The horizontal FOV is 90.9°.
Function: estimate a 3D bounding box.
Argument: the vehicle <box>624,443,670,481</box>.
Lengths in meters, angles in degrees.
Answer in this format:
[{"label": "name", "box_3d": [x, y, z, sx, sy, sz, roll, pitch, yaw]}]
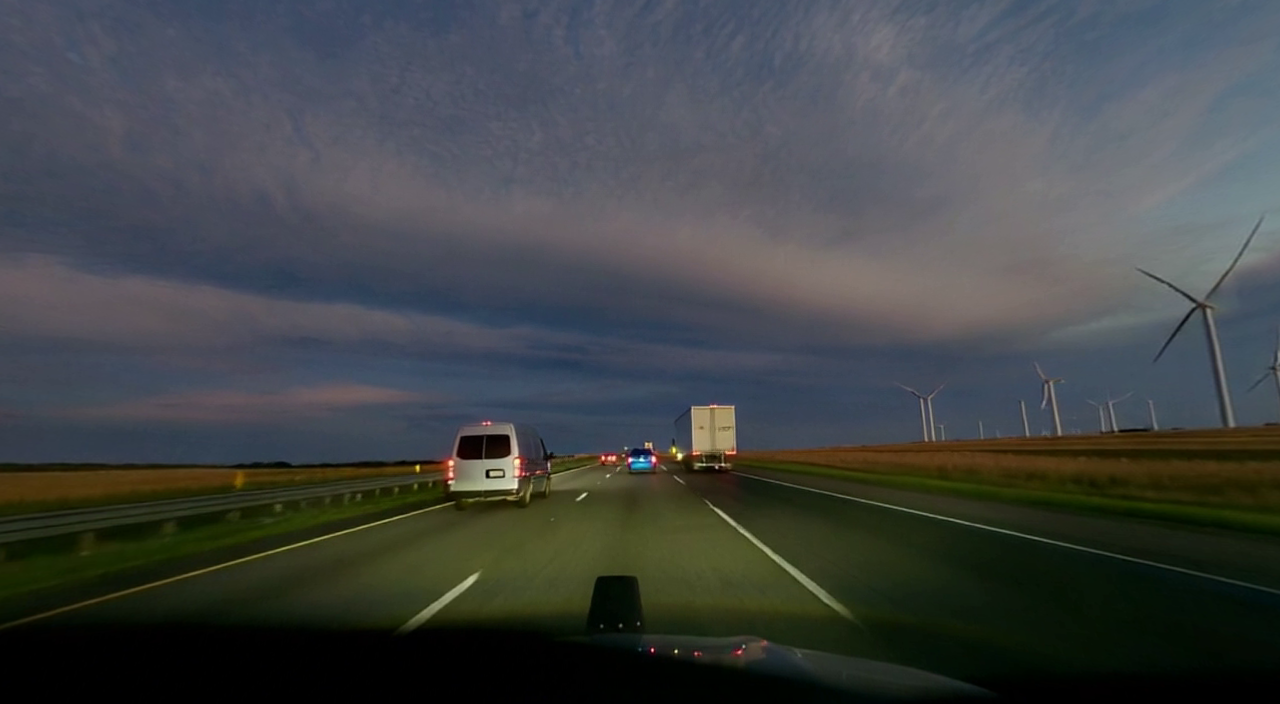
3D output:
[{"label": "vehicle", "box_3d": [0.302, 5.332, 30.770, 2.083, 1.689, 4.083, 0, -9, 0]}]

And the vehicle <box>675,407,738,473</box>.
[{"label": "vehicle", "box_3d": [4.474, 6.494, 45.813, 2.907, 4.047, 14.418, 0, -9, 0]}]

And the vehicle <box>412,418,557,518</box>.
[{"label": "vehicle", "box_3d": [-3.428, 2.692, 15.010, 2.238, 1.984, 4.650, 0, -9, 0]}]
